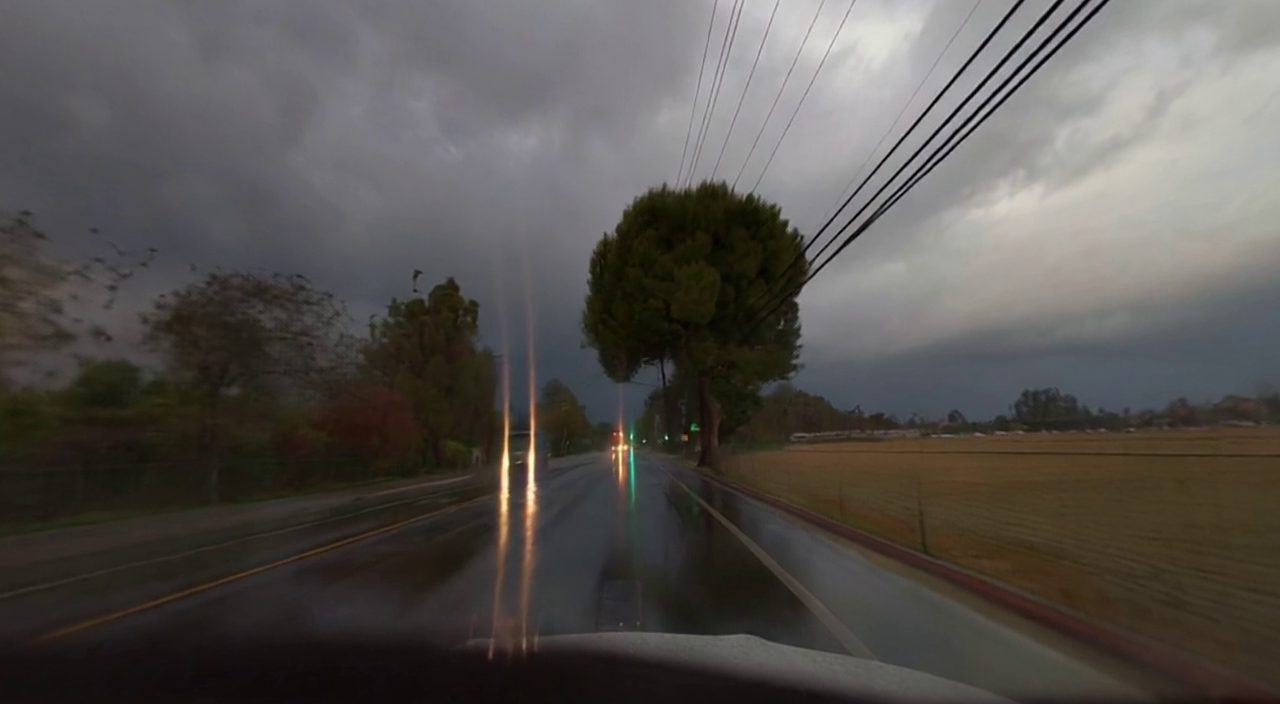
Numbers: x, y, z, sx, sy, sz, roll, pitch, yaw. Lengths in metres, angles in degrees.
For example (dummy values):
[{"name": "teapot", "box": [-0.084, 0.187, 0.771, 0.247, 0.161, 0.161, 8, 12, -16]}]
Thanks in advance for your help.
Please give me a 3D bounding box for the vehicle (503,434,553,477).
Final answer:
[{"name": "vehicle", "box": [-7.857, 7.249, 44.897, 2.351, 2.696, 6.106, -2, -7, 1]}]
